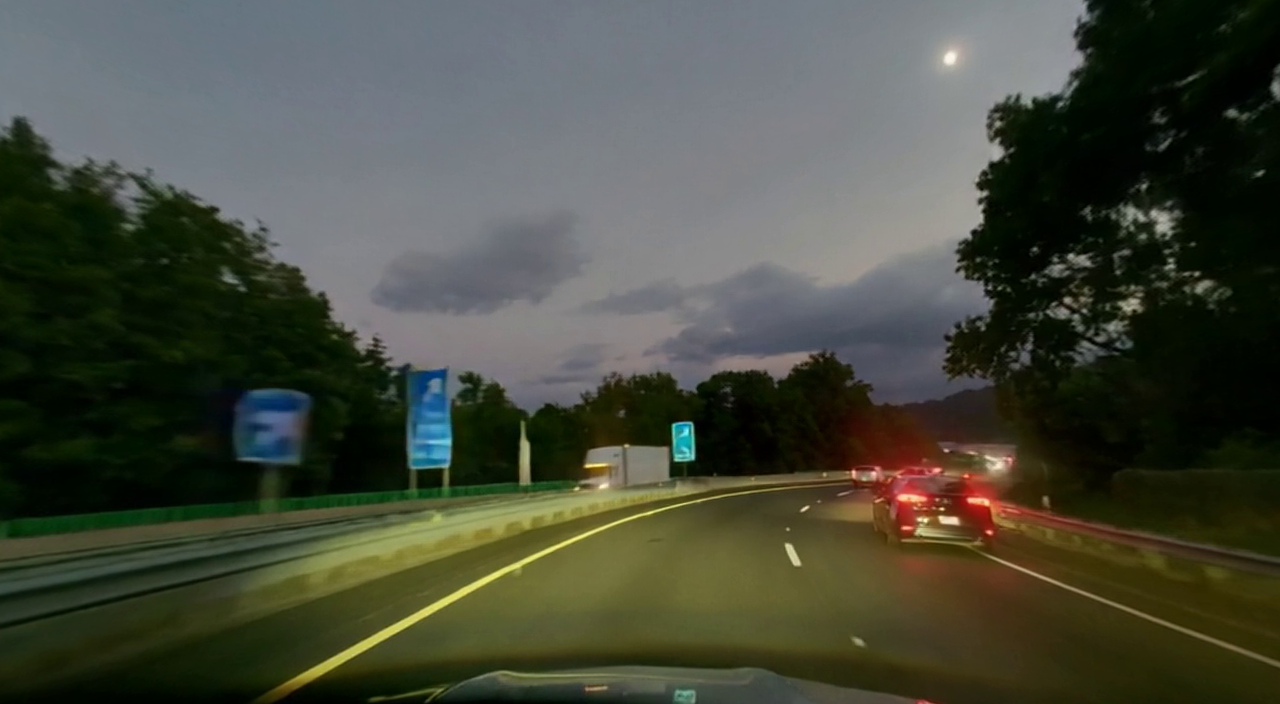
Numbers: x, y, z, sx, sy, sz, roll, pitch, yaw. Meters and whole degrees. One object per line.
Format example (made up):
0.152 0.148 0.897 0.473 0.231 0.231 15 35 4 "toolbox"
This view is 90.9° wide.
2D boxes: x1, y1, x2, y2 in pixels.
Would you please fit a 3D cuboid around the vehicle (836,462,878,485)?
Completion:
15.426 8.645 44.734 1.992 1.503 3.793 -6 -12 31 "vehicle"

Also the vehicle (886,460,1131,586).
5.707 2.653 10.511 2.023 1.593 4.105 -1 -11 8 "vehicle"

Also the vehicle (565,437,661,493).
-1.855 8.826 49.233 2.909 3.910 9.340 -5 -12 29 "vehicle"
